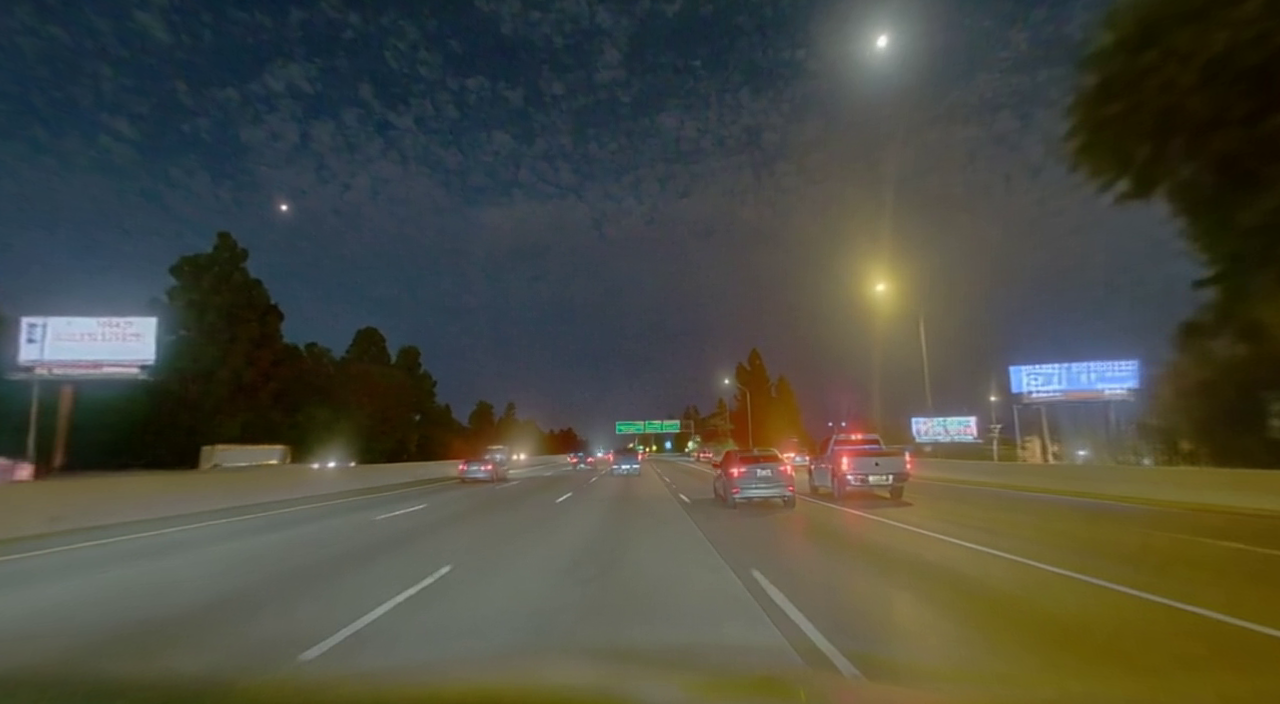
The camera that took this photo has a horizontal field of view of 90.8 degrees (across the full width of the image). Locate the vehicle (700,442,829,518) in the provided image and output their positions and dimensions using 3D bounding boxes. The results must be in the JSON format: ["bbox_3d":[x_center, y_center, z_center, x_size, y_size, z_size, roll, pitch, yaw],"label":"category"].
[{"bbox_3d":[2.632,2.823,14.524,2.011,1.462,4.286,0,-9,-1],"label":"vehicle"}]

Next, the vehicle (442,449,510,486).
[{"bbox_3d":[-7.315,5.169,28.624,1.920,1.482,4.385,0,-9,0],"label":"vehicle"}]

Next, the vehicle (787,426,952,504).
[{"bbox_3d":[6.391,3.261,18.700,2.635,1.919,5.907,0,-9,0],"label":"vehicle"}]

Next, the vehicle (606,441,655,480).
[{"bbox_3d":[-0.465,5.445,32.091,2.323,1.805,4.729,0,-9,0],"label":"vehicle"}]

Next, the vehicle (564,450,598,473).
[{"bbox_3d":[-4.039,7.532,43.749,1.935,1.487,4.076,0,-9,0],"label":"vehicle"}]
